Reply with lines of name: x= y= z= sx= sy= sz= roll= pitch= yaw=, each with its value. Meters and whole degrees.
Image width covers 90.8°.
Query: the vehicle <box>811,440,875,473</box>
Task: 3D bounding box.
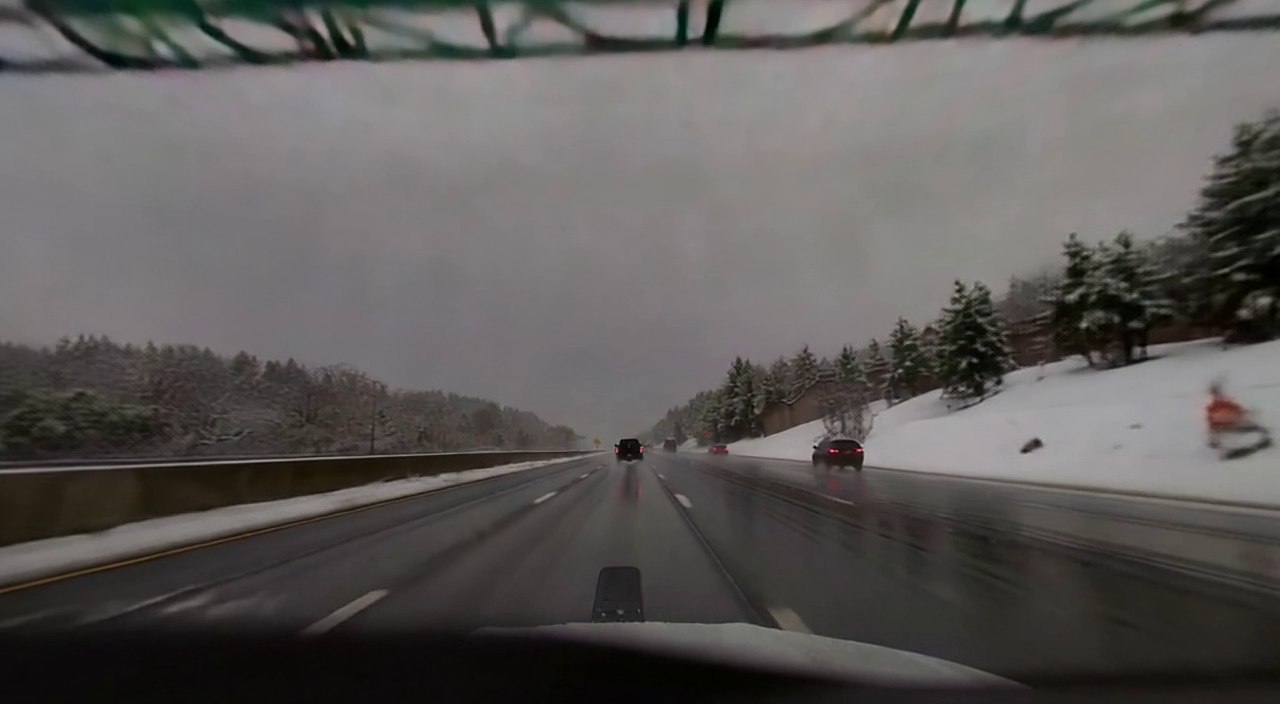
vehicle: x=11.083 y=5.725 z=34.844 sx=1.912 sy=1.673 sz=4.438 roll=0 pitch=-8 yaw=-1

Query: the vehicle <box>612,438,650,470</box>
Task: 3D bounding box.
vehicle: x=-0.590 y=6.024 z=37.491 sx=2.121 sy=1.739 sz=4.087 roll=0 pitch=-8 yaw=-2
